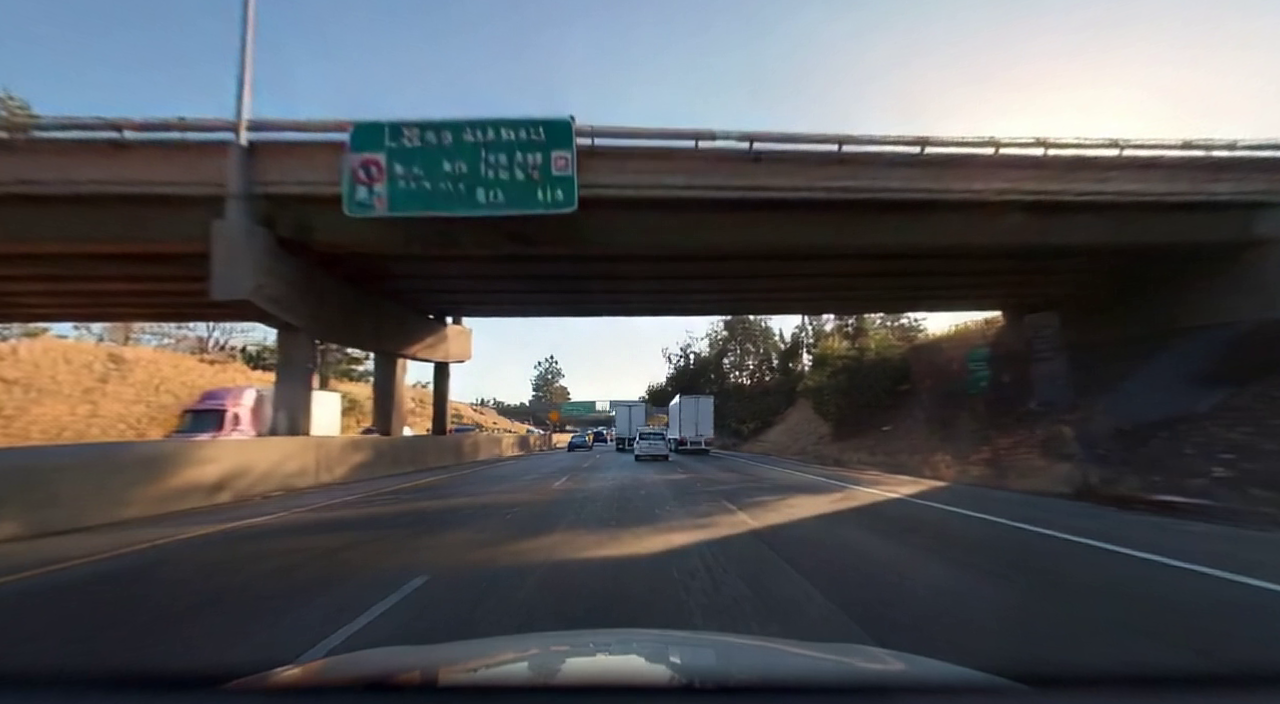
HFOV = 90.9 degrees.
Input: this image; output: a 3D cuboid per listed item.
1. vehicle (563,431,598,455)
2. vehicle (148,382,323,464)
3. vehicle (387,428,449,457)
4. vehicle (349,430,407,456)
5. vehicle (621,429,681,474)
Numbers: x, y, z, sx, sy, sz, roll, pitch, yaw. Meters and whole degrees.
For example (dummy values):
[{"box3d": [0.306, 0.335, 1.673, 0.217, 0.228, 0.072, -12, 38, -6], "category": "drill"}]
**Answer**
[{"box3d": [-4.013, 6.227, 43.124, 1.979, 1.527, 4.754, 0, -8, -1], "category": "vehicle"}, {"box3d": [-21.015, 3.891, 33.800, 3.125, 3.754, 9.621, 0, -8, -1], "category": "vehicle"}, {"box3d": [-12.791, 5.243, 36.588, 2.038, 1.572, 4.216, 0, -8, 0], "category": "vehicle"}, {"box3d": [-17.245, 6.020, 41.724, 1.975, 1.616, 4.475, 0, -8, -1], "category": "vehicle"}, {"box3d": [0.351, 3.660, 23.455, 2.059, 1.522, 3.693, 0, -8, -1], "category": "vehicle"}]
